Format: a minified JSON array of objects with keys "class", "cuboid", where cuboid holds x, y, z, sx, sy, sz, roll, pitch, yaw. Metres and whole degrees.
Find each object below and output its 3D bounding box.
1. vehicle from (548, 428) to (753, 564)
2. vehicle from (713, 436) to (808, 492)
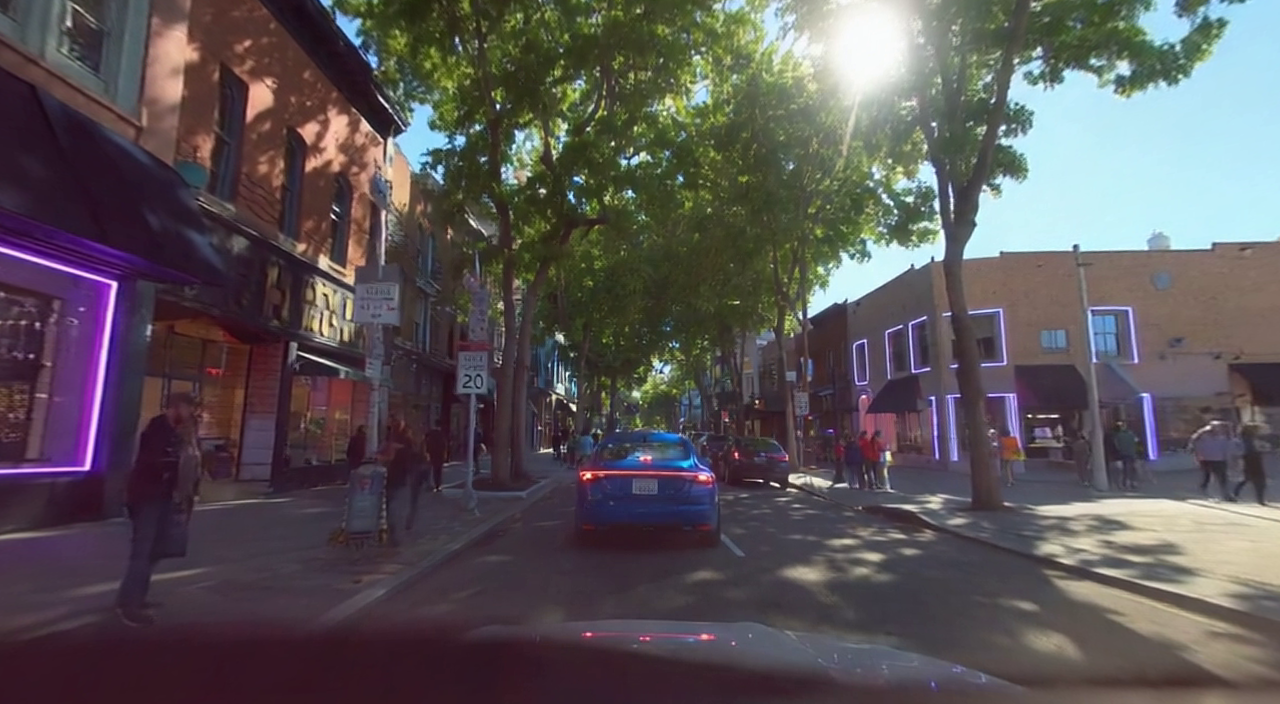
[{"class":"vehicle","cuboid":[0.074,1.904,9.097,2.261,1.474,4.130,0,-9,-1]},{"class":"vehicle","cuboid":[3.591,3.433,19.697,2.025,1.523,4.426,0,-9,-1]}]
